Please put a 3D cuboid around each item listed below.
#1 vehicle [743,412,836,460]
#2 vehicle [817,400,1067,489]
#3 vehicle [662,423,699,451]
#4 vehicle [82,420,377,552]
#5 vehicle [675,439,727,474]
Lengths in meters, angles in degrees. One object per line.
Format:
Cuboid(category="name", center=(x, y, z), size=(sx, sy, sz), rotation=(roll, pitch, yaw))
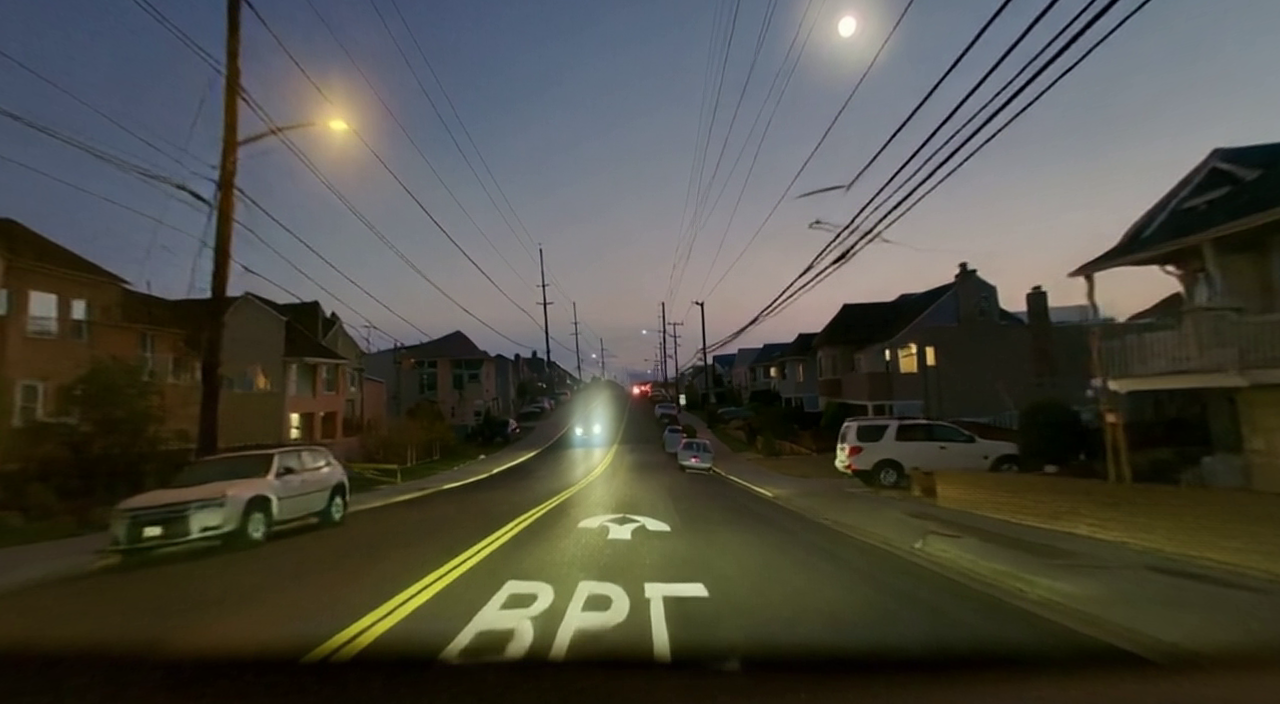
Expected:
Cuboid(category="vehicle", center=(7.890, 4.496, 33.529), size=(4.286, 2.044, 1.913), rotation=(-5, -9, -1))
Cuboid(category="vehicle", center=(7.901, 2.482, 16.970), size=(5.512, 1.846, 2.115), rotation=(-4, -8, 1))
Cuboid(category="vehicle", center=(2.764, 6.008, 44.222), size=(2.211, 1.860, 4.813), rotation=(0, -8, -1))
Cuboid(category="vehicle", center=(-6.718, 2.361, 11.133), size=(2.156, 1.764, 4.410), rotation=(-2, -12, 1))
Cuboid(category="vehicle", center=(2.749, 4.818, 29.298), size=(2.063, 1.503, 4.415), rotation=(0, -8, 2))
